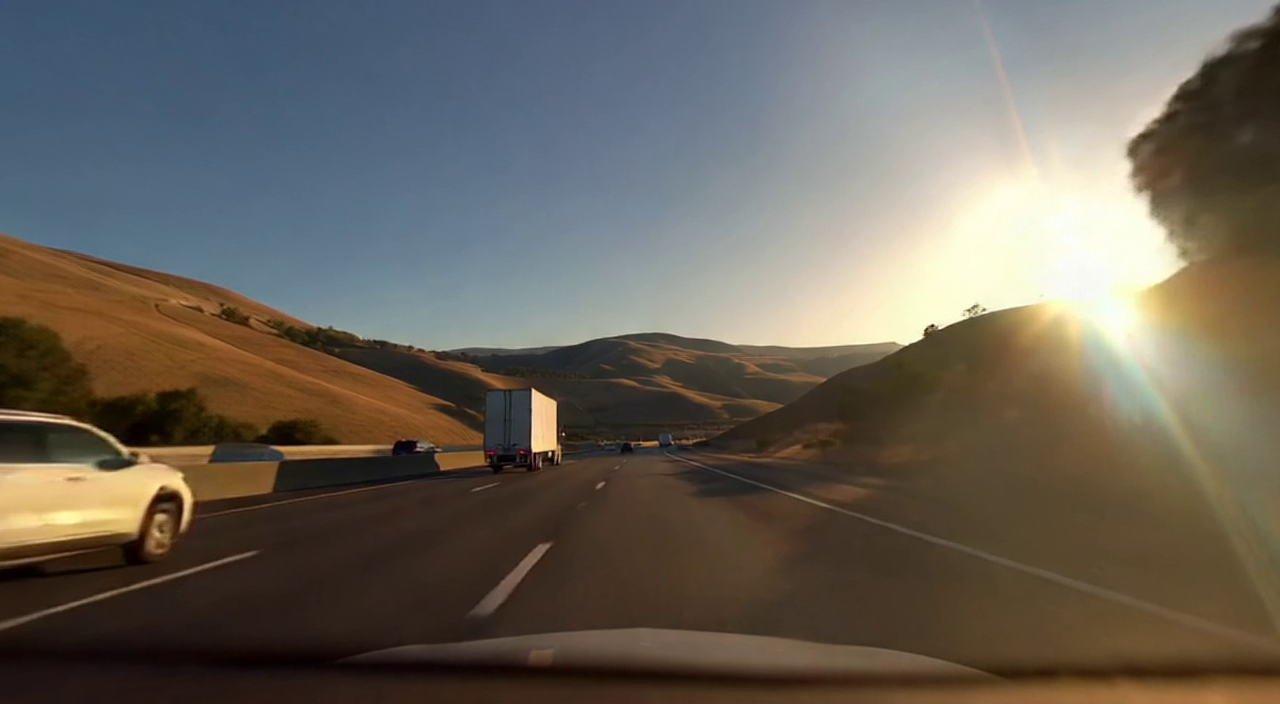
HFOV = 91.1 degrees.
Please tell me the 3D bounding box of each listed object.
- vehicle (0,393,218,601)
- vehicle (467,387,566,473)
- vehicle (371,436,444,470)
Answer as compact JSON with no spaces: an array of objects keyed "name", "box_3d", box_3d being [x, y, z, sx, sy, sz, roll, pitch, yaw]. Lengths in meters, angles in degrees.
[{"name":"vehicle","box_3d":[-6.442,1.278,5.711,2.099,1.734,4.413,0,-8,0]},{"name":"vehicle","box_3d":[-6.289,4.365,34.190,2.981,3.860,11.022,0,-8,1]},{"name":"vehicle","box_3d":[-13.699,5.952,37.362,2.130,1.828,5.523,0,-8,1]}]
